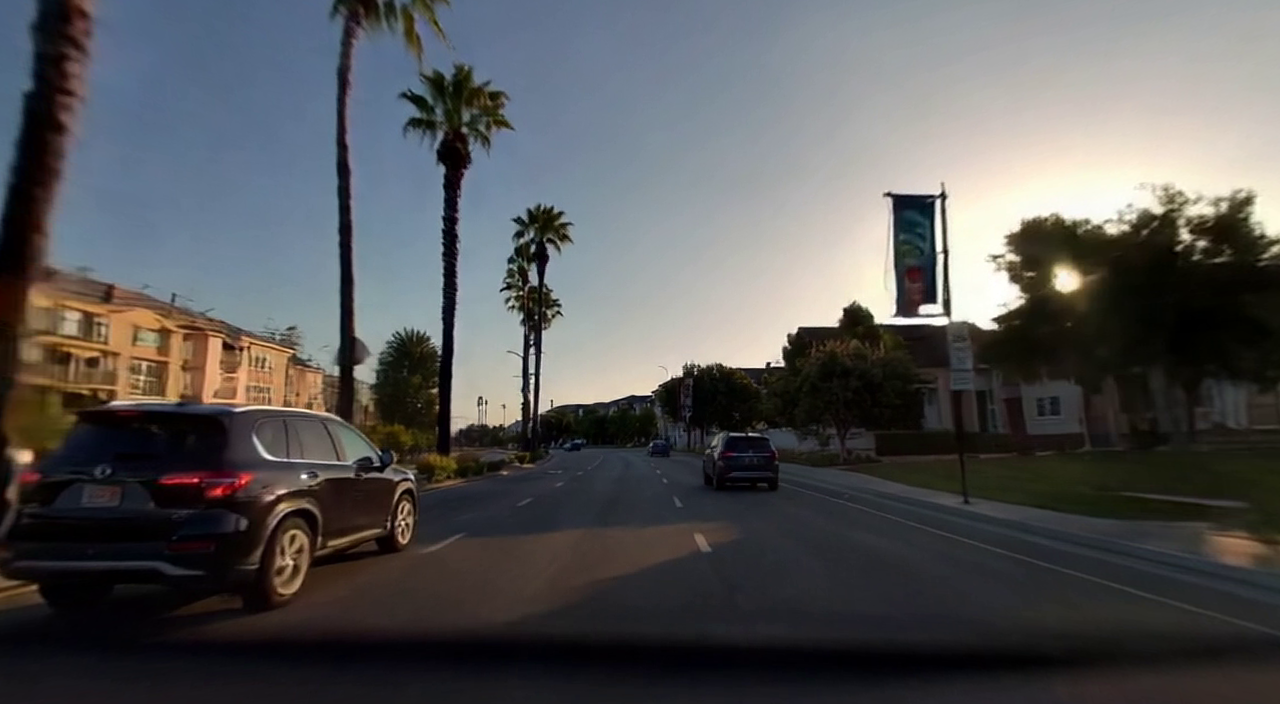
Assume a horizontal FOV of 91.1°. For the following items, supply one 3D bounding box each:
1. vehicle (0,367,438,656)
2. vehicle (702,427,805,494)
[{"bbox_3d":[-3.938,1.329,6.354,2.150,1.768,4.868,0,-8,0],"label":"vehicle"},{"bbox_3d":[3.309,3.293,19.440,2.195,1.804,4.658,0,-8,-2],"label":"vehicle"}]
